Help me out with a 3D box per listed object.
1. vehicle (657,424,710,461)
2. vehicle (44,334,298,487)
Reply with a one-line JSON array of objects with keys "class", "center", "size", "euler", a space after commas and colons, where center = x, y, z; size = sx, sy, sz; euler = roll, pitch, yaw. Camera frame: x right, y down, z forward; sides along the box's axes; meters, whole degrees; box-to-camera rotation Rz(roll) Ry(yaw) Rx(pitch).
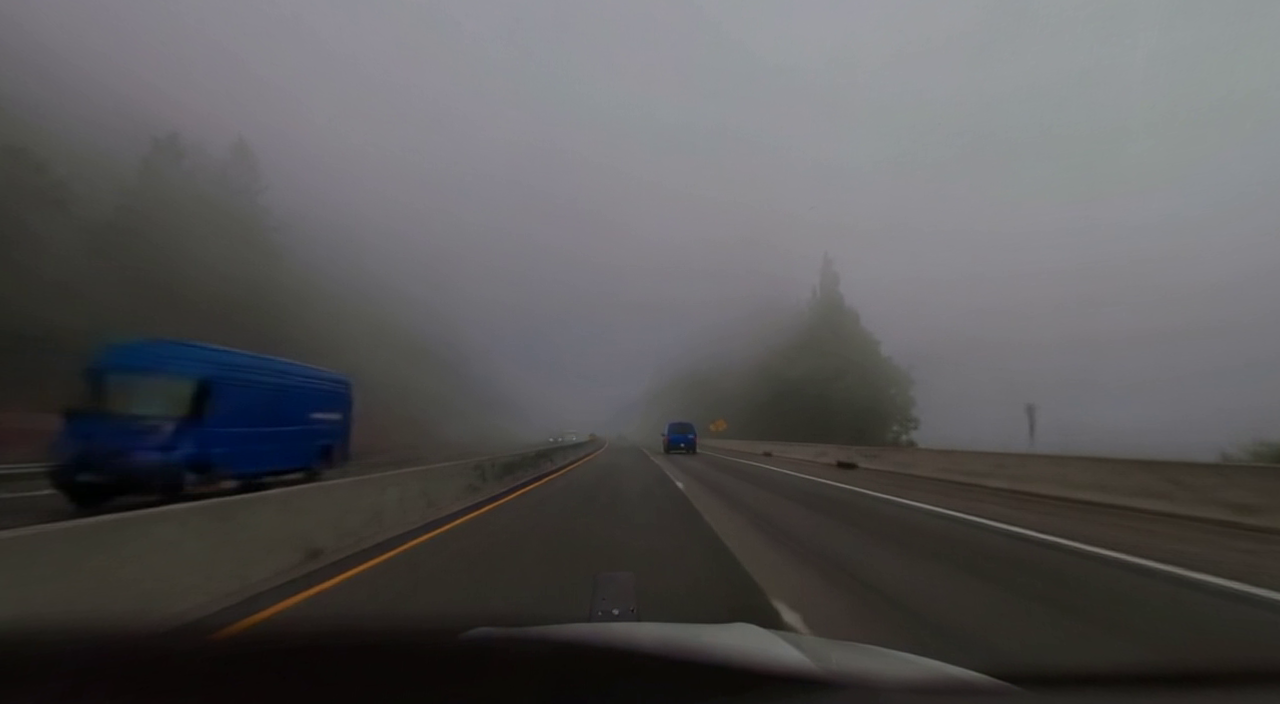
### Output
[{"class": "vehicle", "center": [2.179, 4.683, 32.840], "size": [2.240, 1.801, 4.545], "euler": [0, -8, -2]}, {"class": "vehicle", "center": [-13.603, 1.855, 19.162], "size": [3.077, 3.908, 5.911], "euler": [0, -8, -1]}]
